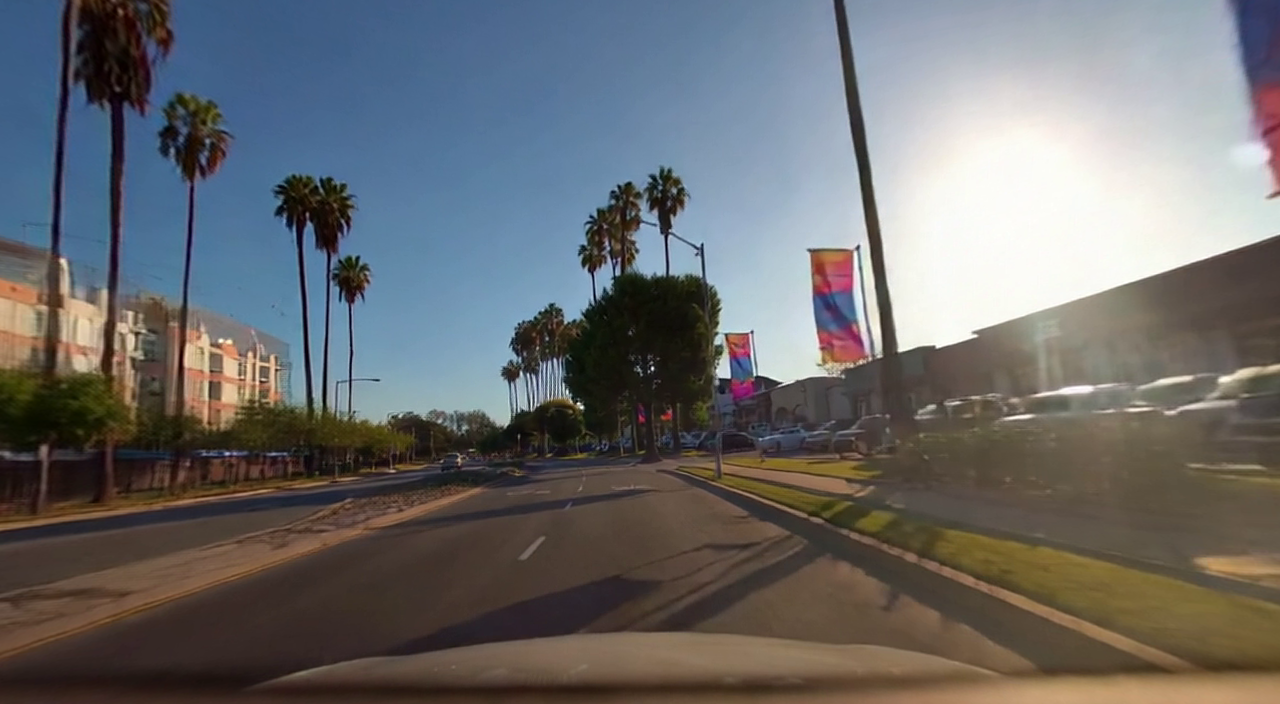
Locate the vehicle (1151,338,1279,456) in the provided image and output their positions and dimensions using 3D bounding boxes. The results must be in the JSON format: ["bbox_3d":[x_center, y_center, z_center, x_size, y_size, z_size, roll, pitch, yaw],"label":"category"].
[{"bbox_3d":[11.138,0.548,9.922,3.942,1.660,2.263,-7,-8,2],"label":"vehicle"}]
